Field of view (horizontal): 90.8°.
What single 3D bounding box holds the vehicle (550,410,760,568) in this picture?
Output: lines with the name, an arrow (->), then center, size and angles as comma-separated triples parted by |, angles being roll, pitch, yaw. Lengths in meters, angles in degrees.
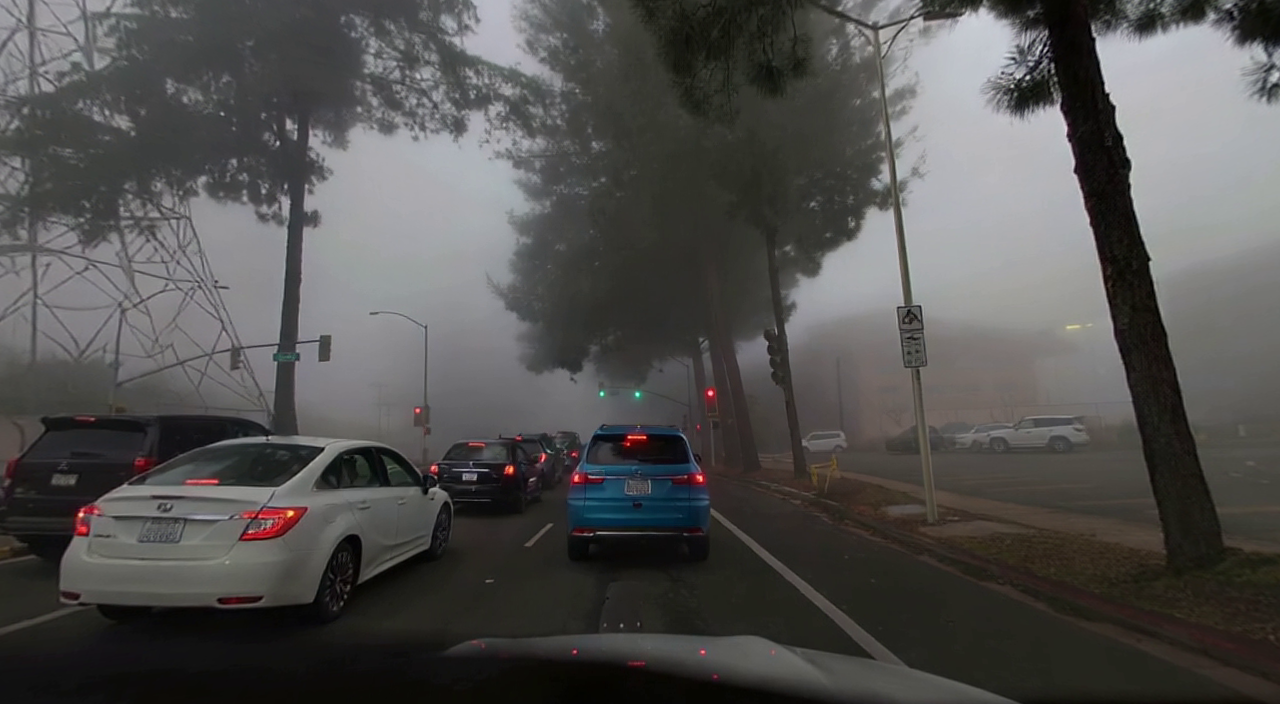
vehicle -> 0.089, 1.771, 8.931 | 2.239, 1.661, 4.224 | 0, -8, -2

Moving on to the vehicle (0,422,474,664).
vehicle -> -3.167, 1.508, 6.194 | 1.973, 1.469, 4.448 | 0, -8, -1

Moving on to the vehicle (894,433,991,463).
vehicle -> 15.104, 4.804, 31.710 | 3.858, 1.437, 1.899 | 0, -8, -4

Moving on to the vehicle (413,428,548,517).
vehicle -> -3.255, 2.532, 13.751 | 1.997, 1.636, 3.760 | 0, -8, -1
